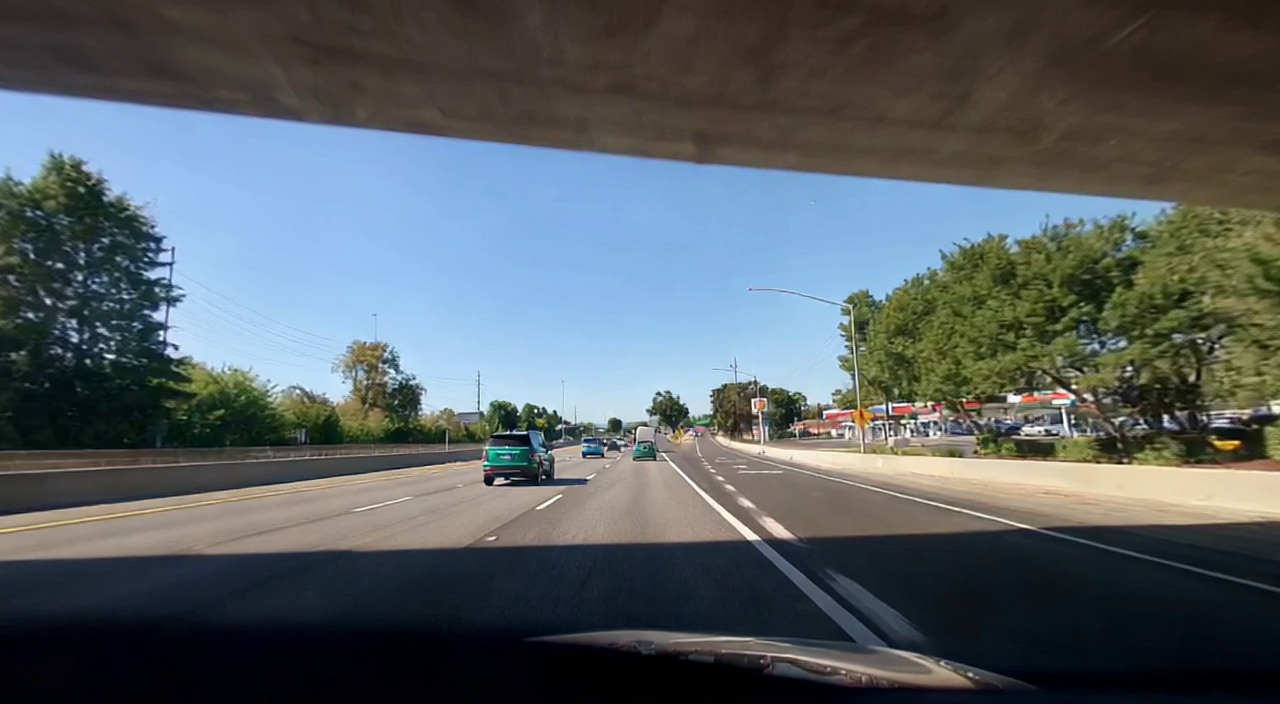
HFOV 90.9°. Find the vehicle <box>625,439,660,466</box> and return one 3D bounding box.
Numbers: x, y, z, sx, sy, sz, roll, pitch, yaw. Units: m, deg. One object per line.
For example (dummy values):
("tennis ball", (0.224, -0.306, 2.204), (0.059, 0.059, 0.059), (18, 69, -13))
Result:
("vehicle", (0.128, 6.004, 37.735), (1.982, 1.524, 3.800), (0, -8, -1))

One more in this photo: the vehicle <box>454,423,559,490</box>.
("vehicle", (-4.127, 3.333, 20.413), (2.273, 1.884, 4.515), (0, -8, 2))
